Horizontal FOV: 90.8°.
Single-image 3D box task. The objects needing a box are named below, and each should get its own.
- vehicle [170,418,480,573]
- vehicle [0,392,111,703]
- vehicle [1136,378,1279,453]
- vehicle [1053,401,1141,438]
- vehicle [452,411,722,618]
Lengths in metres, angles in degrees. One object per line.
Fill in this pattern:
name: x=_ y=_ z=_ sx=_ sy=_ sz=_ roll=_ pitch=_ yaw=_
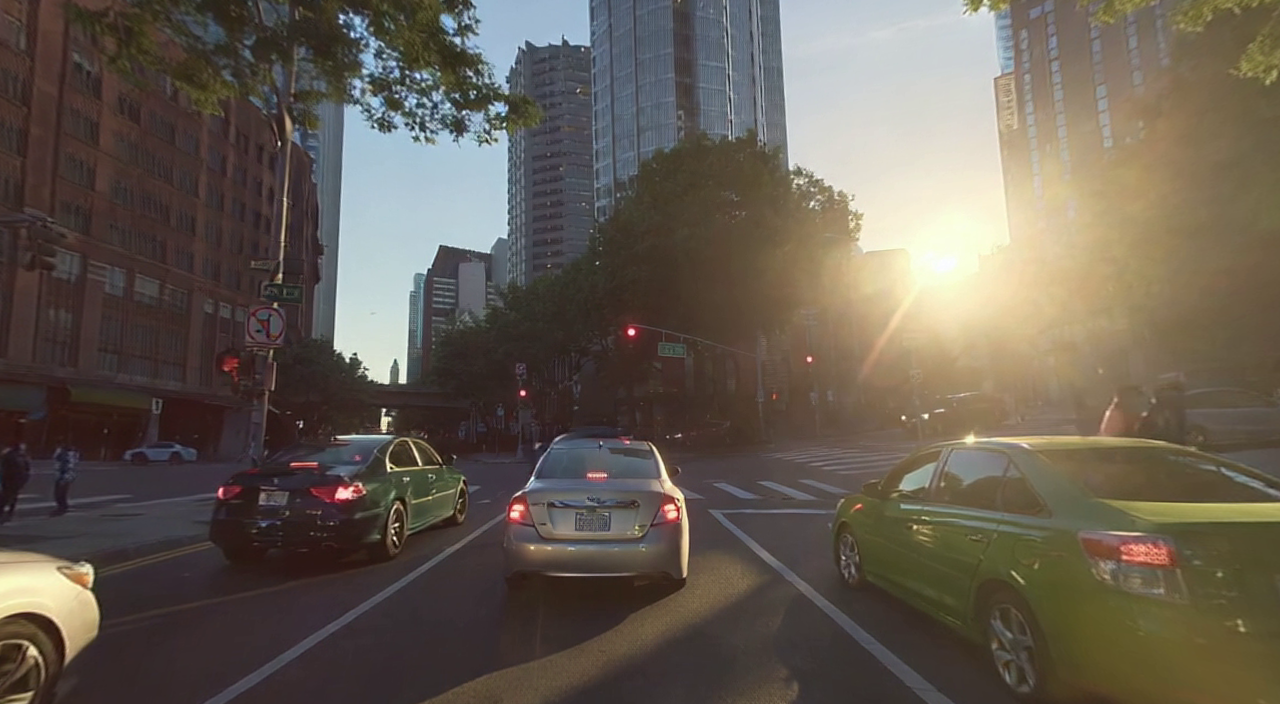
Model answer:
vehicle: x=-3.682 y=1.749 z=8.485 sx=1.934 sy=1.522 sz=4.287 roll=0 pitch=-8 yaw=0
vehicle: x=-3.917 y=0.705 z=1.179 sx=1.995 sy=1.524 sz=4.438 roll=0 pitch=-8 yaw=0
vehicle: x=21.628 y=2.354 z=22.871 sx=5.863 sy=2.493 sz=2.354 roll=2 pitch=-9 yaw=-12
vehicle: x=22.472 y=3.369 z=31.002 sx=4.392 sy=1.667 sz=1.958 roll=5 pitch=-10 yaw=-34
vehicle: x=-0.410 y=1.501 z=6.731 sx=1.999 sy=1.520 sz=3.896 roll=0 pitch=-8 yaw=0
